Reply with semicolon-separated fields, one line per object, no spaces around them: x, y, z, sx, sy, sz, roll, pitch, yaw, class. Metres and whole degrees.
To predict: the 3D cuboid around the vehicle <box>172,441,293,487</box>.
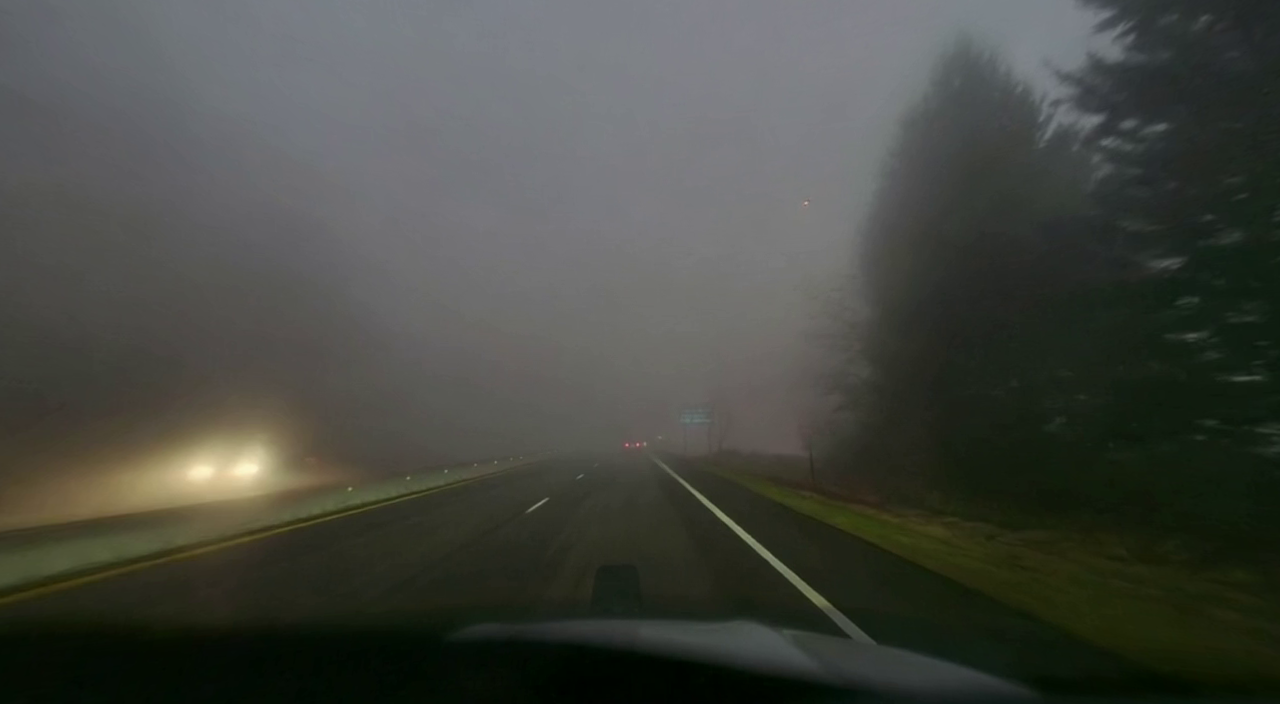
-14.493;3.978;22.683;1.920;1.490;3.720;0;-8;-2;vehicle
